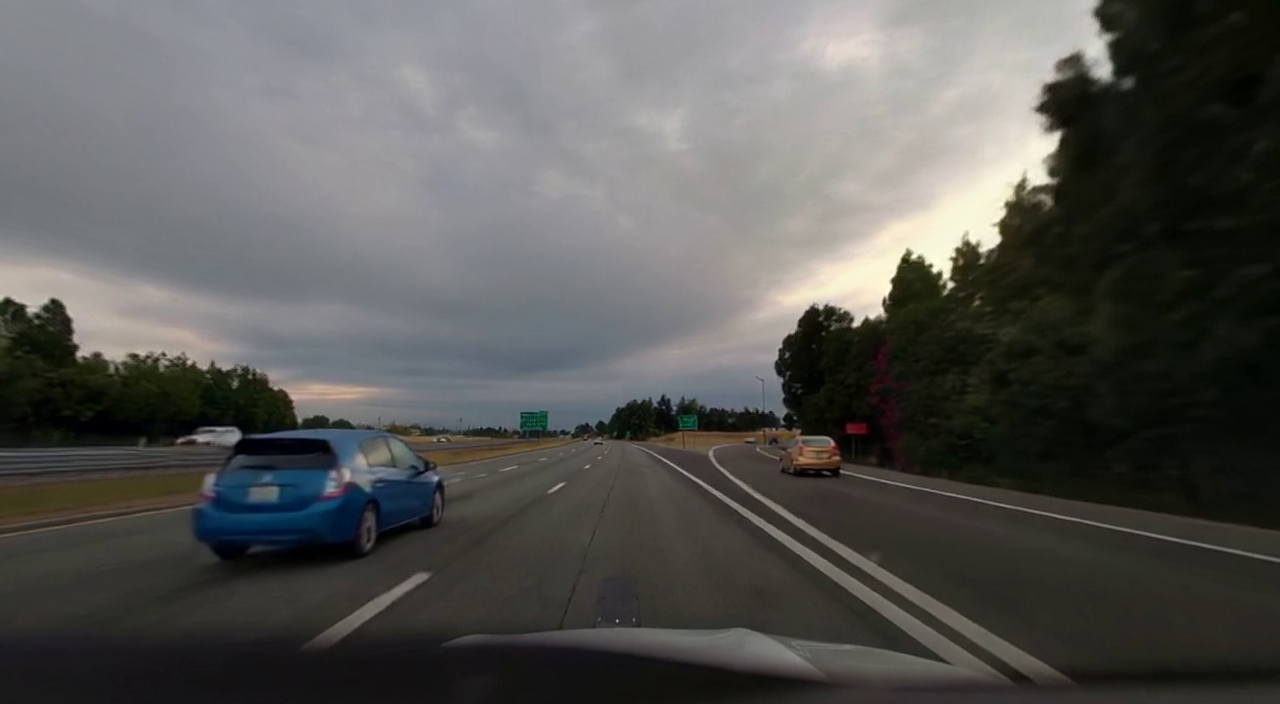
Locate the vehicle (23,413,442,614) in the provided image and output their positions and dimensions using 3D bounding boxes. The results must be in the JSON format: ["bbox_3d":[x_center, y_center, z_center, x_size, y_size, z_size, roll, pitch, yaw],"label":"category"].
[{"bbox_3d":[-3.858,1.547,7.018,2.008,1.567,3.959,0,-8,0],"label":"vehicle"}]

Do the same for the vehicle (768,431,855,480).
[{"bbox_3d":[6.257,3.809,23.578,2.084,1.614,4.762,-1,-8,2],"label":"vehicle"}]
